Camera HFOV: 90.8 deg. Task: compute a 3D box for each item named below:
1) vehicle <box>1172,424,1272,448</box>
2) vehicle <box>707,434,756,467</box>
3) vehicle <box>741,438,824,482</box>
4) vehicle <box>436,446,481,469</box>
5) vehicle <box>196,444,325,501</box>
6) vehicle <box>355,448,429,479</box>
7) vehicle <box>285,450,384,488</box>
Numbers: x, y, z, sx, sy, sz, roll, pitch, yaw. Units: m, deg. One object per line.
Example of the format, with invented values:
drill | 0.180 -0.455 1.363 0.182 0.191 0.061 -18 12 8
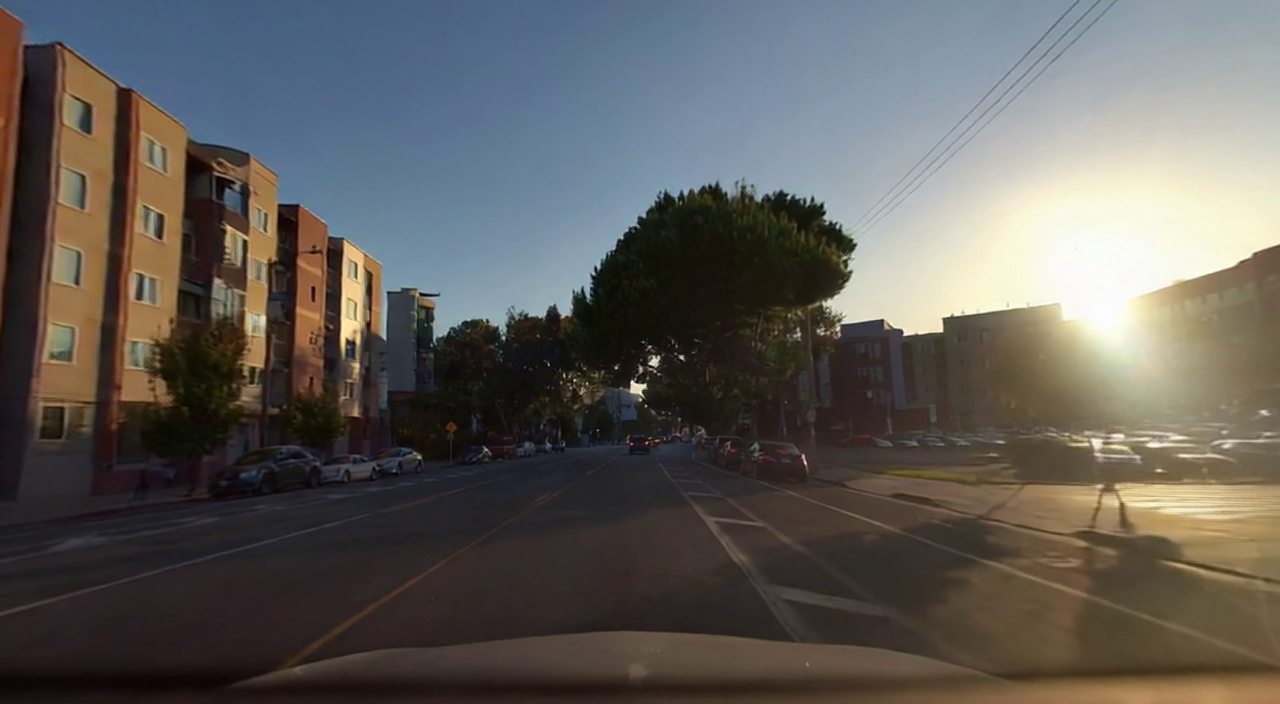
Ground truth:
vehicle | 38.563 5.590 42.062 2.022 1.491 4.896 0 -8 1
vehicle | 5.364 5.806 37.595 2.102 1.781 5.470 0 -8 0
vehicle | 5.210 4.010 23.783 2.085 1.466 4.276 0 -8 -1
vehicle | -12.605 7.309 44.075 1.926 1.499 3.869 0 -8 0
vehicle | -12.832 4.045 21.736 1.908 1.694 4.306 0 -8 -3
vehicle | -12.865 5.800 33.127 1.889 1.461 4.608 0 -8 2
vehicle | -12.926 4.943 27.092 1.779 1.433 4.633 0 -8 2
